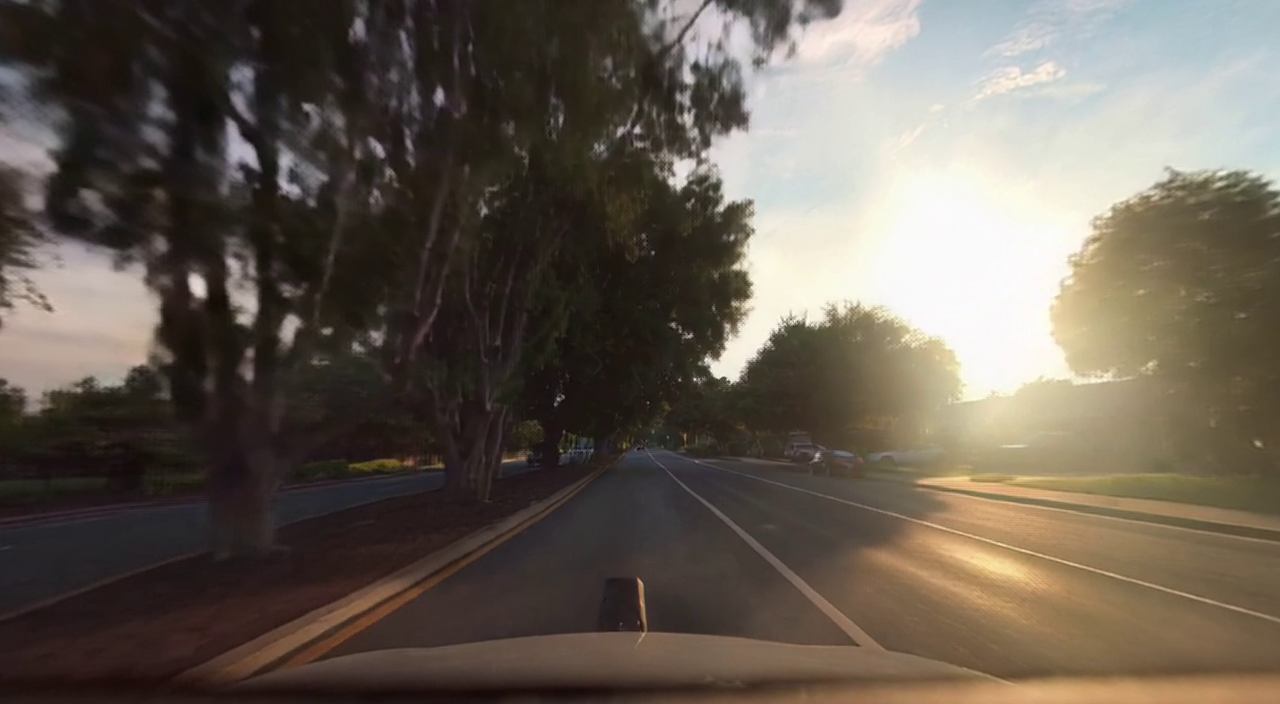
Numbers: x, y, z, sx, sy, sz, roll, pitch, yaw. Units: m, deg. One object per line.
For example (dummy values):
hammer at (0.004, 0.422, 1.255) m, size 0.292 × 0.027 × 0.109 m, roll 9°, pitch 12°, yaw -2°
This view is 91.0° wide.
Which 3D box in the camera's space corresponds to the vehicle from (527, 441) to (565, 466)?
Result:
vehicle at (-7.228, 7.805, 48.715) m, size 2.019 × 1.819 × 4.897 m, roll 0°, pitch -8°, yaw 2°

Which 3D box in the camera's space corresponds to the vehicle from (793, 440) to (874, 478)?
vehicle at (8.332, 4.647, 27.549) m, size 1.940 × 1.516 × 4.319 m, roll 0°, pitch -8°, yaw -3°

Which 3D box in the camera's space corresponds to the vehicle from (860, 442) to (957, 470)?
vehicle at (15.334, 5.935, 36.139) m, size 4.644 × 1.542 × 2.095 m, roll 0°, pitch -8°, yaw 1°
